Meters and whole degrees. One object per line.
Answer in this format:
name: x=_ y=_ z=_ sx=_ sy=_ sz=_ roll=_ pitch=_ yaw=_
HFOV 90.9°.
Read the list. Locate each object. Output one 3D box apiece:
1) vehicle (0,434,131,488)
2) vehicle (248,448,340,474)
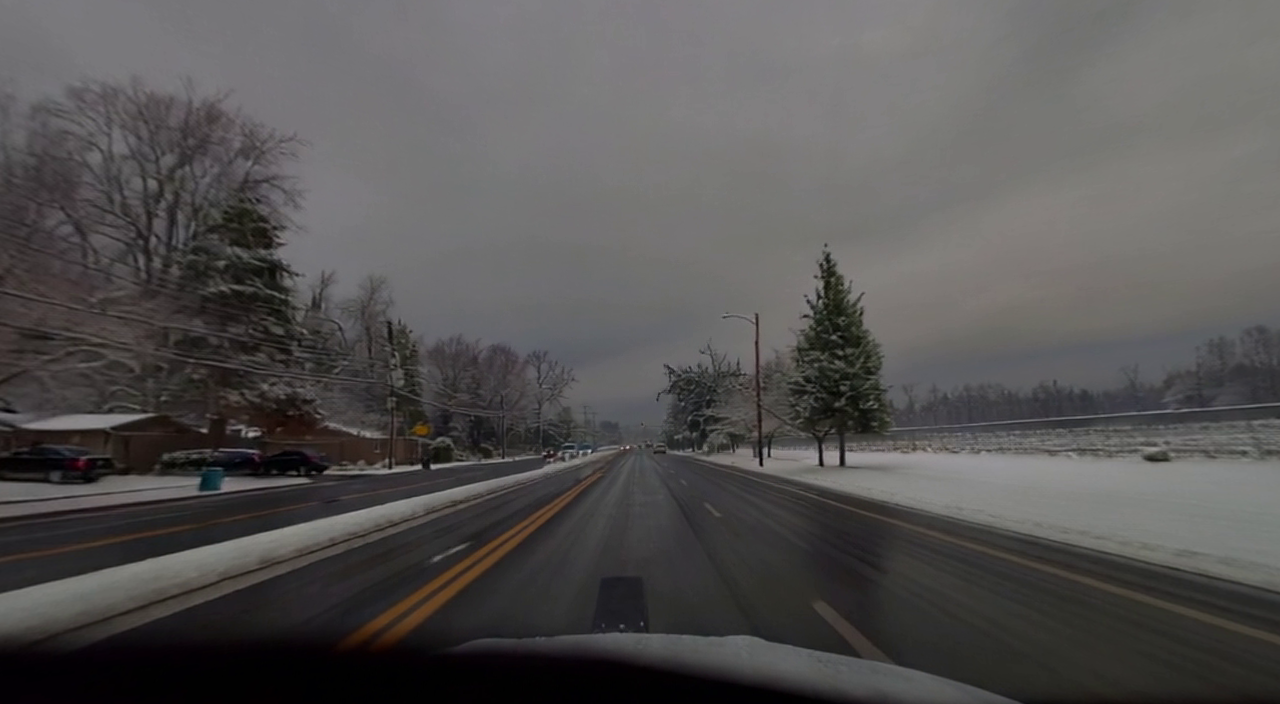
vehicle: x=-24.495 y=4.423 z=25.654 sx=5.636 sy=1.965 sz=2.262 roll=-2 pitch=-7 yaw=1
vehicle: x=-21.294 y=6.705 z=38.961 sx=4.503 sy=1.529 sz=1.860 roll=1 pitch=-8 yaw=-7
